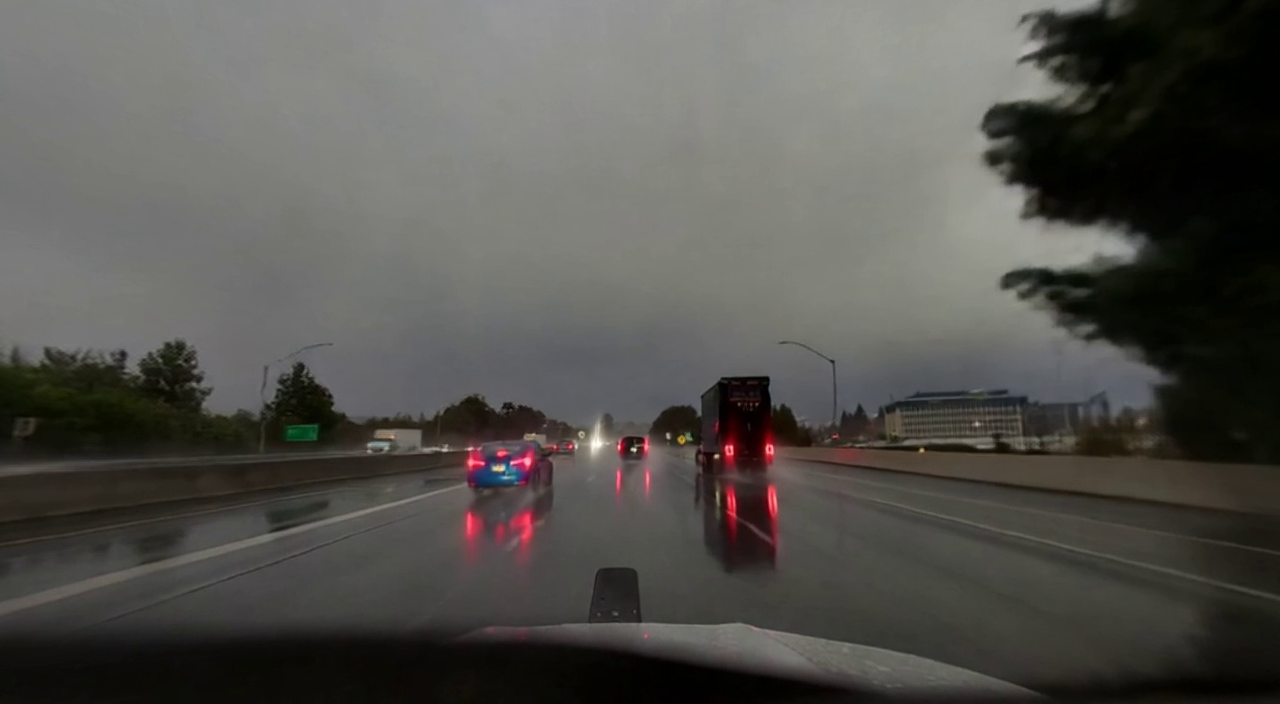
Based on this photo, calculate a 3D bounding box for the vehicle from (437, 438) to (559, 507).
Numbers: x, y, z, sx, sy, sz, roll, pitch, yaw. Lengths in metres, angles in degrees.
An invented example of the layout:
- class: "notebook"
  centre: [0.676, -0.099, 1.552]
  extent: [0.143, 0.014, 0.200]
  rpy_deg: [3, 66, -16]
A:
- class: "vehicle"
  centre: [-3.195, 2.802, 15.228]
  extent: [1.864, 1.406, 4.544]
  rpy_deg: [0, -8, 0]

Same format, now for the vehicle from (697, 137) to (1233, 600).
- class: "vehicle"
  centre: [3.416, 1.135, 13.032]
  extent: [2.876, 4.086, 15.117]
  rpy_deg: [0, -8, -1]

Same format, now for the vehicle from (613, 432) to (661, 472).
- class: "vehicle"
  centre: [-0.146, 4.900, 31.178]
  extent: [2.203, 1.805, 4.358]
  rpy_deg: [0, -8, 0]
